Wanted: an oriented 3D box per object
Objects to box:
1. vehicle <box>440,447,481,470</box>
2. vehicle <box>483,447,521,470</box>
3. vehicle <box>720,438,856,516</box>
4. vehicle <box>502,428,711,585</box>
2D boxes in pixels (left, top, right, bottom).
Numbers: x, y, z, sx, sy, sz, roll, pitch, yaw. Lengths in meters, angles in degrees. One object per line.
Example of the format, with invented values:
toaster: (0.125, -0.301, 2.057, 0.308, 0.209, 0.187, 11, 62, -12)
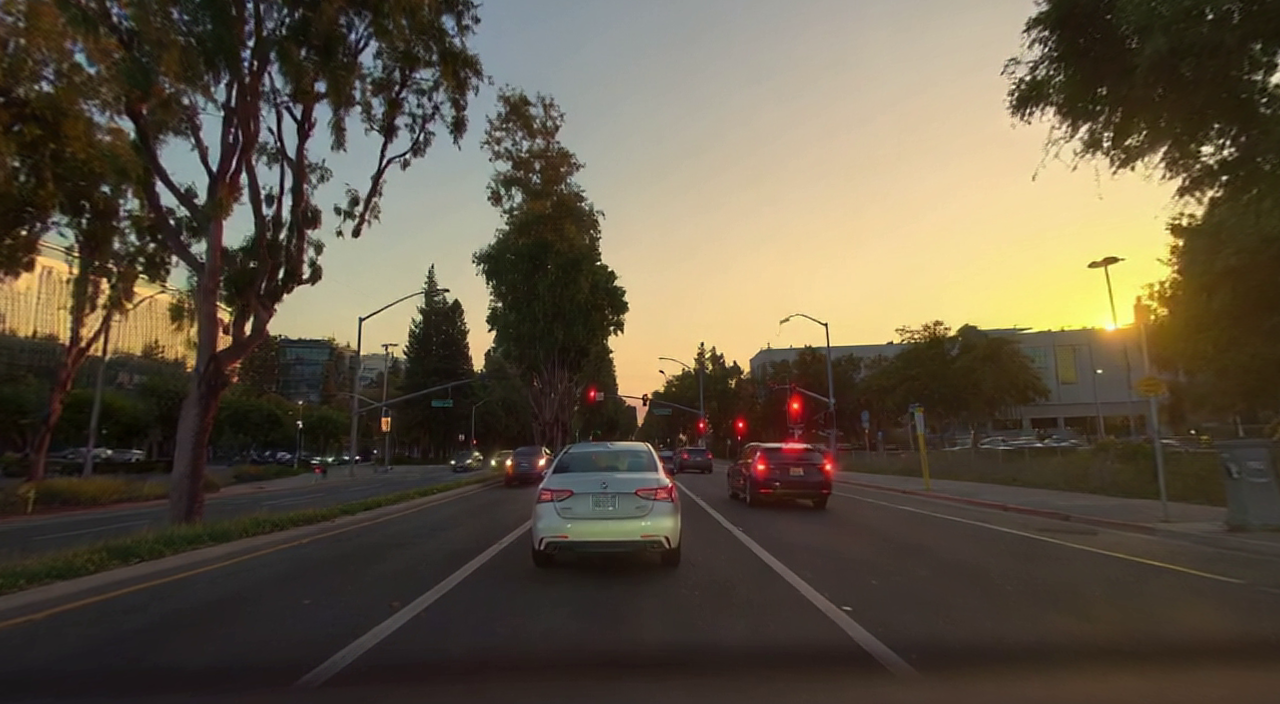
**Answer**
vehicle: (-13.767, 8.185, 48.825, 1.985, 1.689, 4.461, 0, -9, -2)
vehicle: (-9.391, 7.288, 43.410, 1.824, 1.513, 4.254, 0, -9, -2)
vehicle: (3.133, 2.725, 14.333, 1.910, 1.474, 4.263, 0, -9, -2)
vehicle: (-0.355, 1.760, 7.944, 2.006, 1.487, 3.535, 0, -9, -1)
